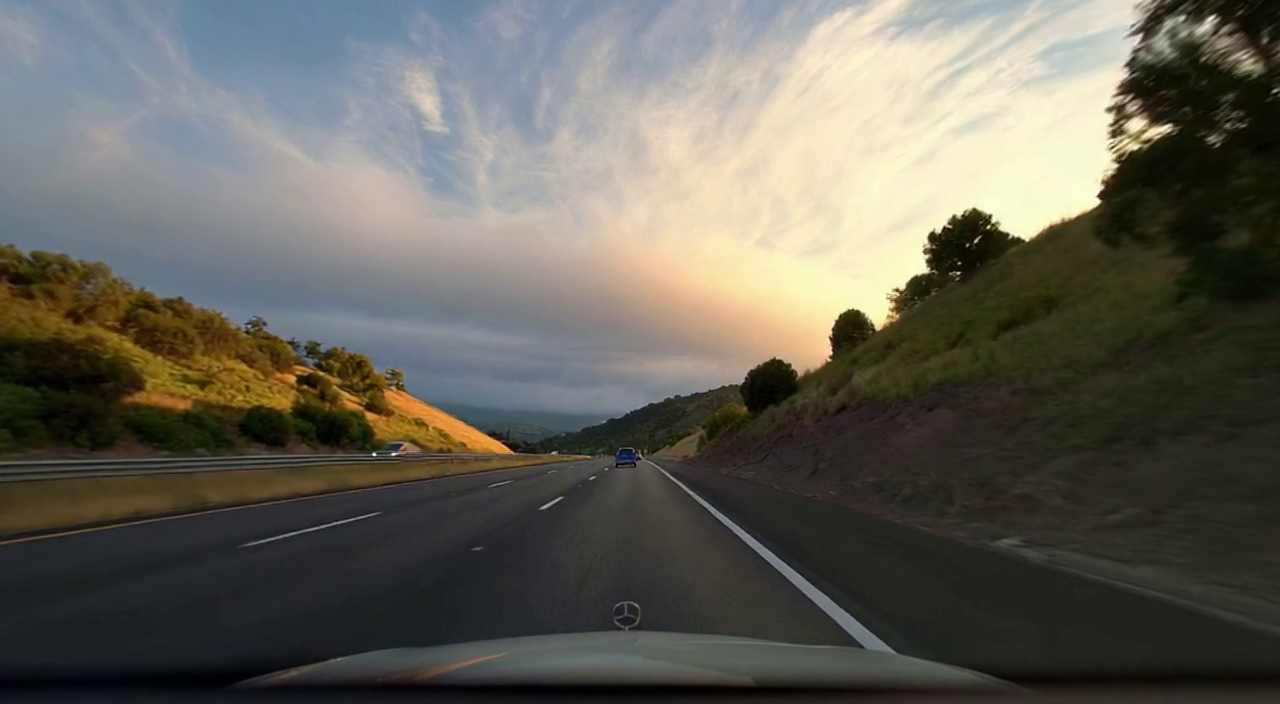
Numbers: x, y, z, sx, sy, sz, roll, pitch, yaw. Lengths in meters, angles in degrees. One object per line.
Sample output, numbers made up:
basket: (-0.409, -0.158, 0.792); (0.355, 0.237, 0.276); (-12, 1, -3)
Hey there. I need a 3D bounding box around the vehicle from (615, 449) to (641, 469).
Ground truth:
vehicle: (-0.908, 8.325, 49.202); (1.891, 1.456, 3.806); (0, -9, 0)
